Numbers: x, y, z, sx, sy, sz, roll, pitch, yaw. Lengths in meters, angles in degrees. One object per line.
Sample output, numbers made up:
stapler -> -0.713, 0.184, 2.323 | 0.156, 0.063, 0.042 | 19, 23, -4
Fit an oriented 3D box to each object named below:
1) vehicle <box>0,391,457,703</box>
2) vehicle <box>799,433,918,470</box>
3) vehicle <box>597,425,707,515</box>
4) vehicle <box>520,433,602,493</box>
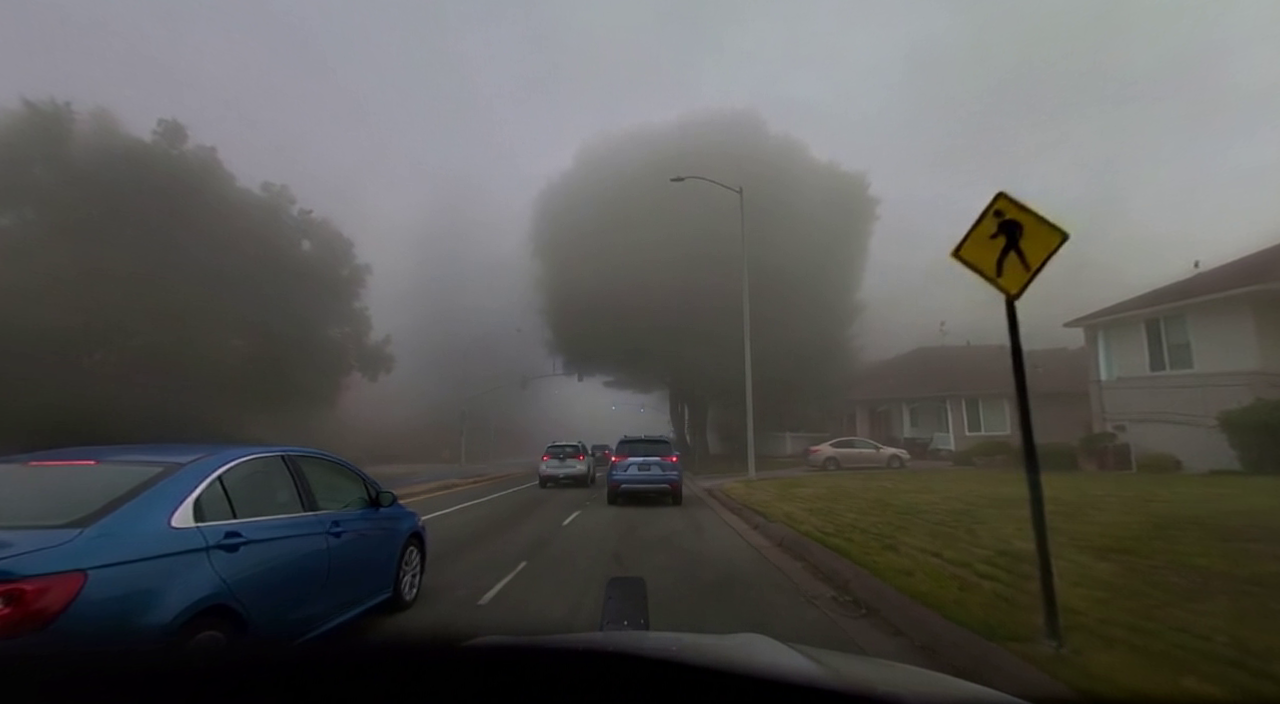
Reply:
vehicle -> -2.837, 1.138, 3.731 | 1.968, 1.472, 4.685 | 0, -8, 2
vehicle -> 9.360, 4.309, 27.287 | 4.456, 1.504, 1.914 | 0, -8, 1
vehicle -> 0.244, 2.574, 14.195 | 2.120, 1.718, 3.909 | 0, -8, 0
vehicle -> -2.437, 3.548, 20.538 | 2.000, 1.737, 4.133 | 0, -8, 2
